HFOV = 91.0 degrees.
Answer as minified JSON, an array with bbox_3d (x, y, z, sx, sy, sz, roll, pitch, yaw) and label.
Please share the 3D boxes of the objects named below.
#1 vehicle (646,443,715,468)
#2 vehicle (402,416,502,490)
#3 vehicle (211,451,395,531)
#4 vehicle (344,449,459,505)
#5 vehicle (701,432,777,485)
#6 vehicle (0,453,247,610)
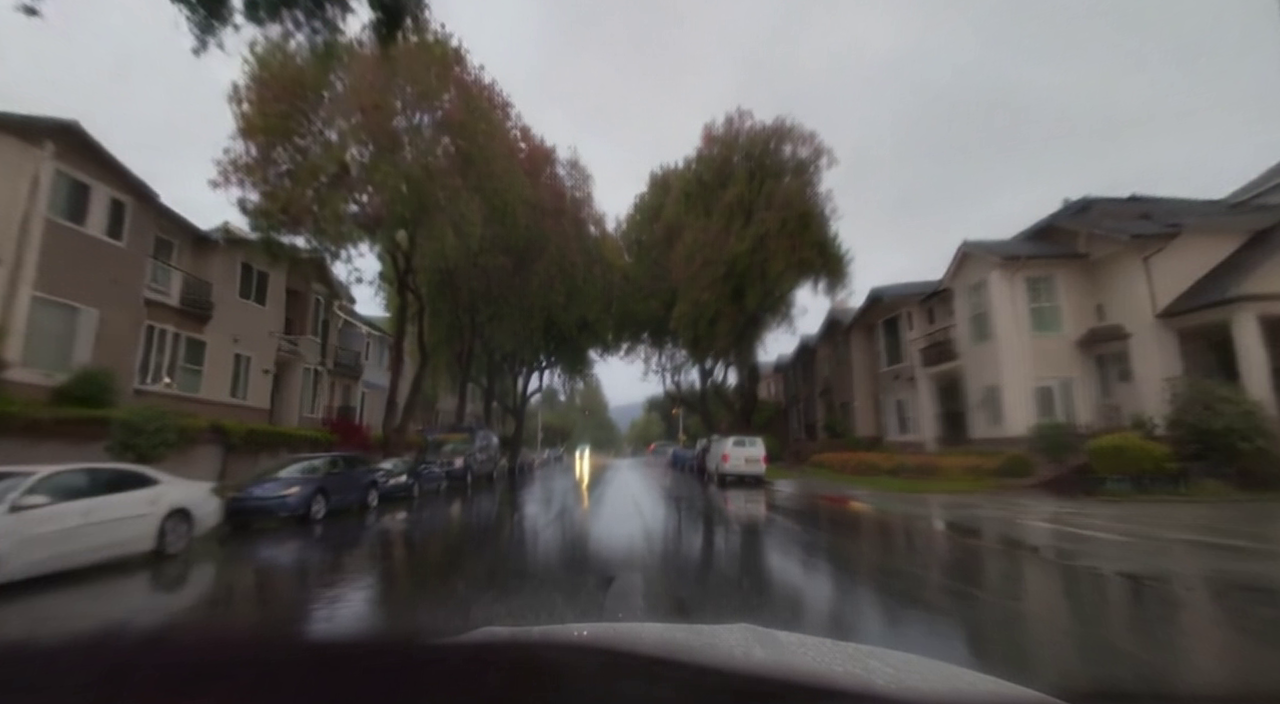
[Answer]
[{"bbox_3d":[2.914,7.585,46.228,4.726,1.731,2.075,-7,-11,38],"label":"vehicle"},{"bbox_3d":[-7.507,4.216,25.965,2.341,2.674,5.753,-1,-10,0],"label":"vehicle"},{"bbox_3d":[-7.255,2.987,14.126,1.832,1.483,4.140,-1,-9,0],"label":"vehicle"},{"bbox_3d":[-7.212,3.796,19.566,1.953,1.501,4.125,-1,-9,0],"label":"vehicle"},{"bbox_3d":[3.936,4.378,26.064,2.216,1.955,4.970,0,-9,-1],"label":"vehicle"},{"bbox_3d":[-7.084,1.993,7.598,1.845,1.475,4.495,-1,-9,-1],"label":"vehicle"}]
